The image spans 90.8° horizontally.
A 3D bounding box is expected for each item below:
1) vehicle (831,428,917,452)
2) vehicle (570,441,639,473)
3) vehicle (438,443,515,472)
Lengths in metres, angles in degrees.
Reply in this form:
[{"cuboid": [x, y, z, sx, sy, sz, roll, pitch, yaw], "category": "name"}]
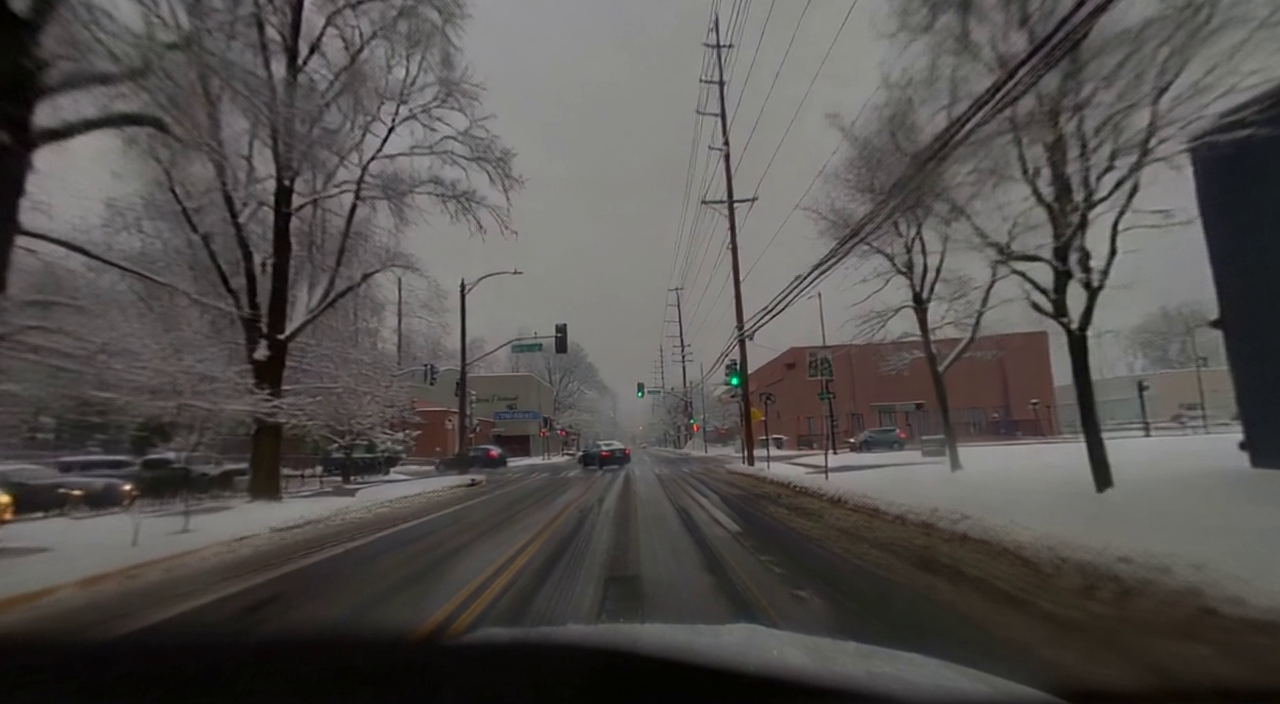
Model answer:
[{"cuboid": [14.633, 5.532, 39.717, 4.632, 1.484, 1.907, 0, -8, -1], "category": "vehicle"}, {"cuboid": [-1.952, 5.425, 32.913, 2.118, 1.478, 4.624, 4, -9, -23], "category": "vehicle"}, {"cuboid": [-10.574, 6.788, 40.853, 4.472, 1.736, 1.874, -3, -9, 19], "category": "vehicle"}]
